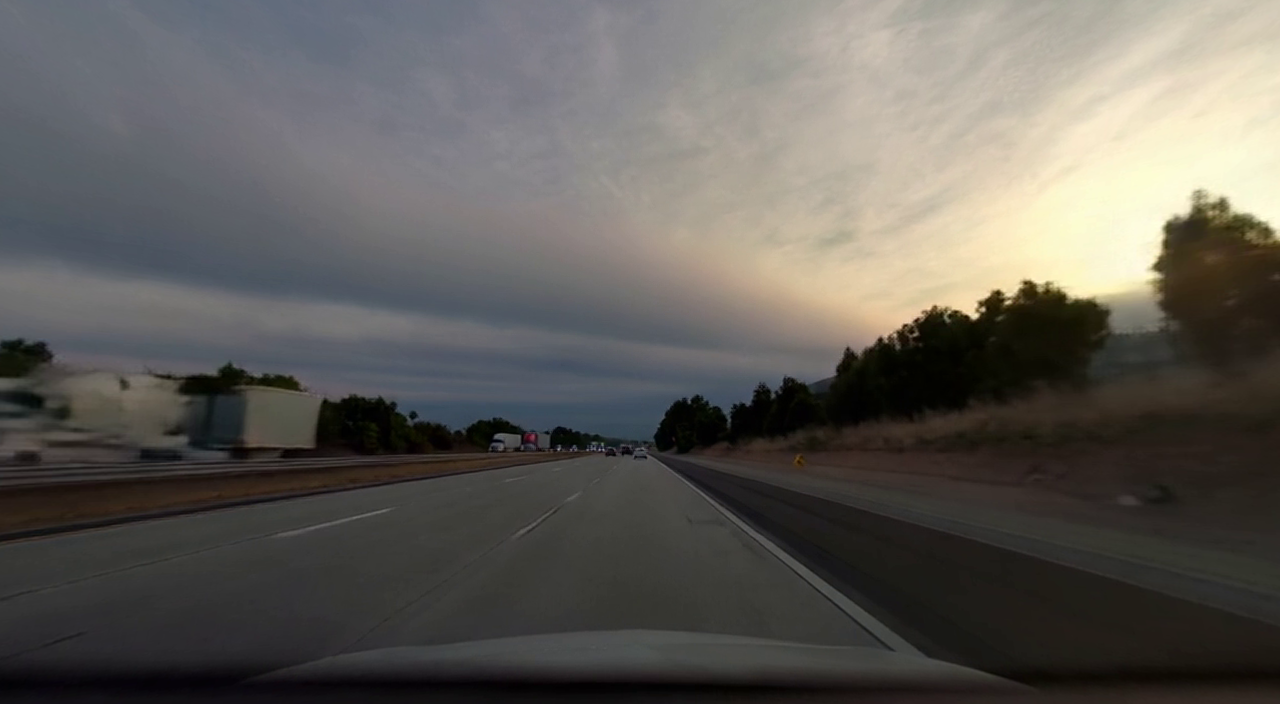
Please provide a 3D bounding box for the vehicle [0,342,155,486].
[{"bbox_3d":[-18.907,2.057,19.475,3.001,3.871,5.872,0,-9,0],"label":"vehicle"}]
